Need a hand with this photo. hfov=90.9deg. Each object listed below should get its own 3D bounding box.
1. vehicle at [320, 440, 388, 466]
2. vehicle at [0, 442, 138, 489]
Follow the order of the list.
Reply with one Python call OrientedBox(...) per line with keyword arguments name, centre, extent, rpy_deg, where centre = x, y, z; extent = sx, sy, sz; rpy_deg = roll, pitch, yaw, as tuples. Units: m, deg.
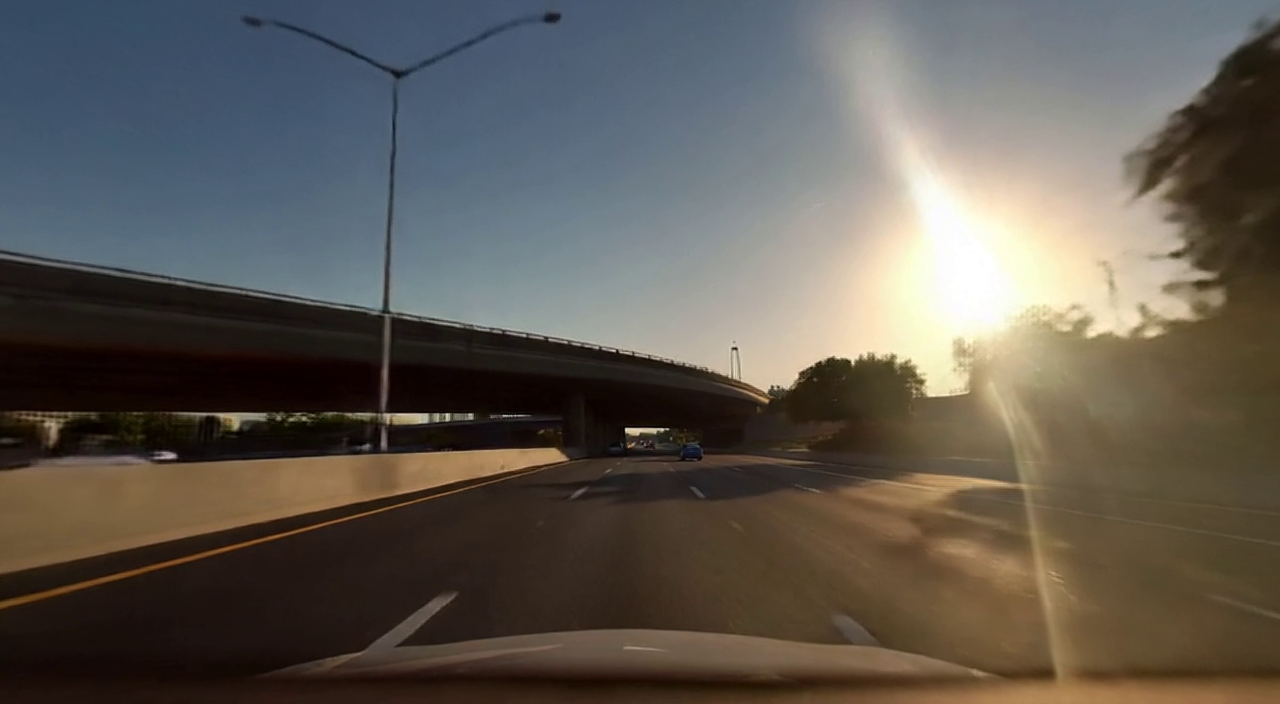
OrientedBox(name="vehicle", centre=(-17.854, 6.333, 39.643), extent=(2.098, 1.547, 4.407), rpy_deg=(0, -9, 1))
OrientedBox(name="vehicle", centre=(-21.352, 4.078, 23.070), extent=(2.100, 1.526, 4.702), rpy_deg=(0, -8, 0))
